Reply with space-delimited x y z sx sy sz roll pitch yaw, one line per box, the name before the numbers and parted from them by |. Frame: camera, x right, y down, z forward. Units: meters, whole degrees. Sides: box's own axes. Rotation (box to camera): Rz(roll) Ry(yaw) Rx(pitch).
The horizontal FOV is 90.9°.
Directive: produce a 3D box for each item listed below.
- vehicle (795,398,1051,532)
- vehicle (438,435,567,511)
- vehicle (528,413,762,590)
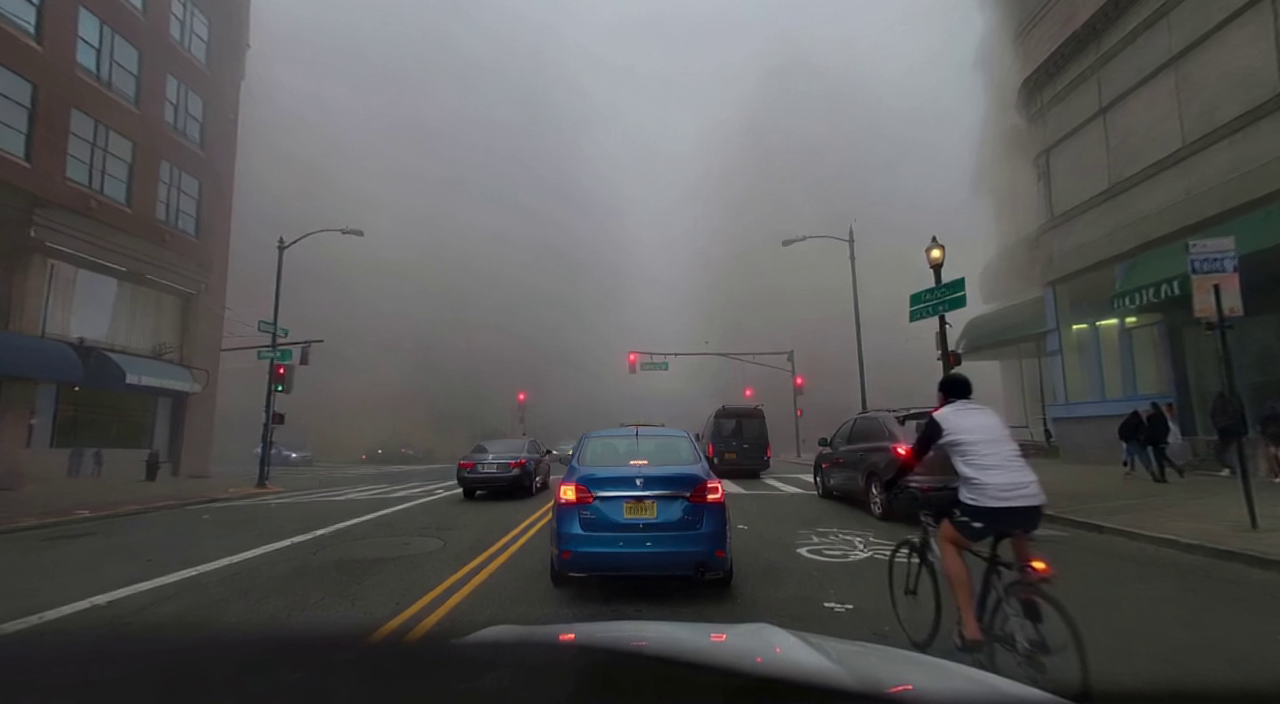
vehicle | 4.499 1.912 11.126 2.142 1.829 4.767 0 -9 -2
vehicle | -2.948 2.707 14.629 2.039 1.452 4.489 0 -9 -1
vehicle | 0.031 1.643 7.705 2.091 1.557 4.000 0 -9 0
